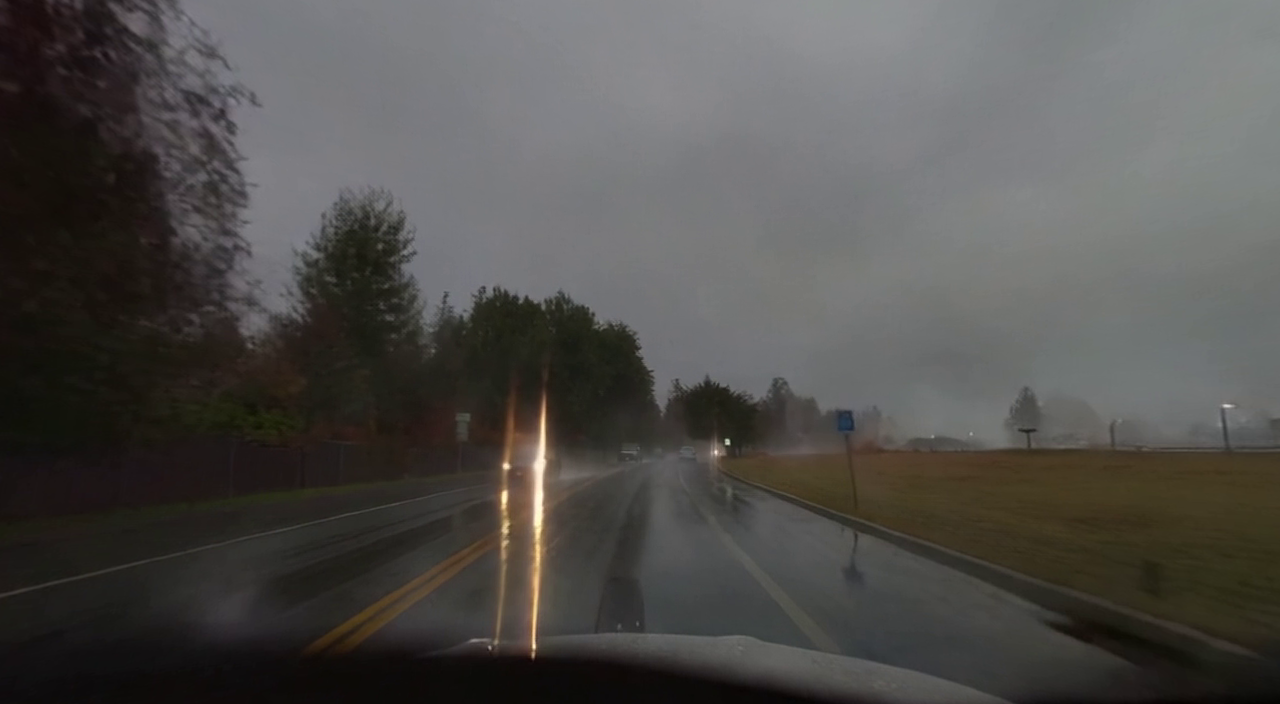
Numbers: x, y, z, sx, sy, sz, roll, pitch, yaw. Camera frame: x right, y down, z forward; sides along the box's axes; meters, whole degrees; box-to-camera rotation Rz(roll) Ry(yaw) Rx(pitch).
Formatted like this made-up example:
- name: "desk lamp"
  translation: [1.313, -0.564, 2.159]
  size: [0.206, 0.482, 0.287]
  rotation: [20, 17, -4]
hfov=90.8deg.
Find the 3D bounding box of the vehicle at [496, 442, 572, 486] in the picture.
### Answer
- name: "vehicle"
  translation: [-4.026, 4.334, 24.817]
  size: [2.049, 1.566, 4.387]
  rotation: [-1, -8, 3]
